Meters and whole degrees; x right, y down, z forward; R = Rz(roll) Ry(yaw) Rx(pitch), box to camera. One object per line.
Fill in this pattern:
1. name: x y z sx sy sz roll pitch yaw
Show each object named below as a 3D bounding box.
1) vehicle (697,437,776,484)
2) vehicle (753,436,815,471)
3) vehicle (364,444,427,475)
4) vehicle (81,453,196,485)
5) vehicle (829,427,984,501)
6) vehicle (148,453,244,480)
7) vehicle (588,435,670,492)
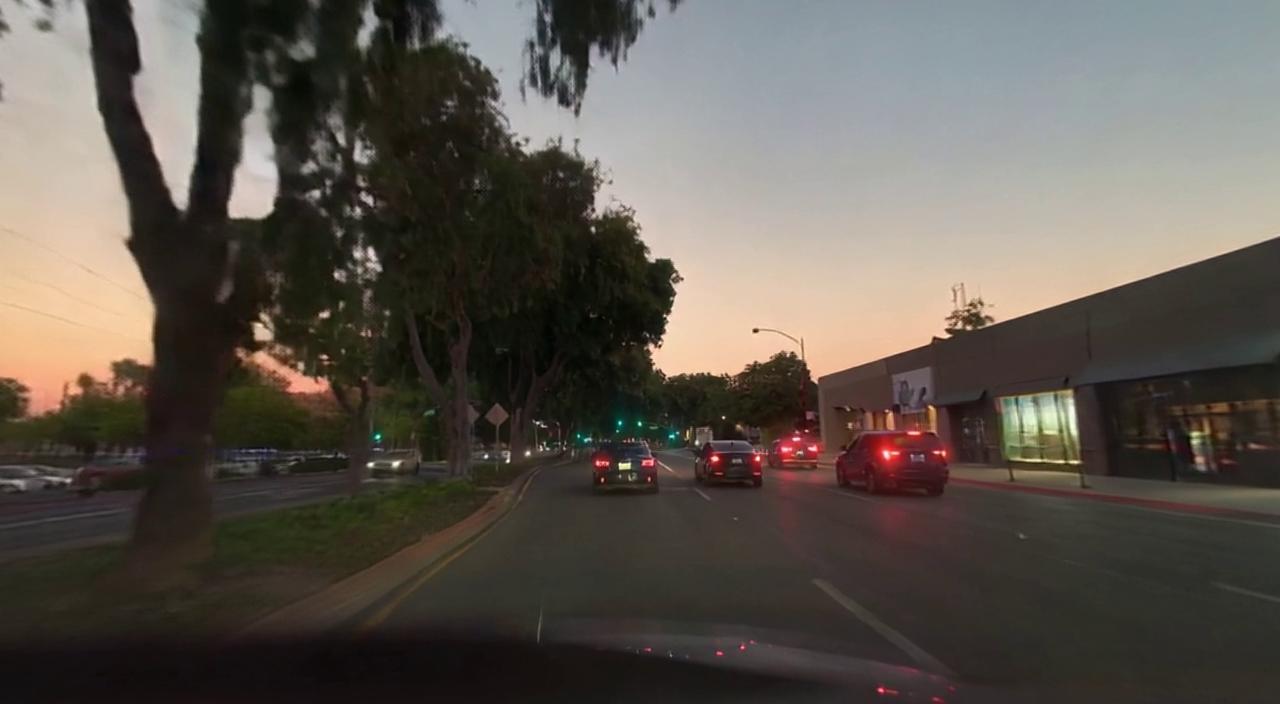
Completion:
1. vehicle: 3.312 3.819 22.537 1.993 1.477 4.240 0 -9 -2
2. vehicle: 7.261 5.170 32.333 2.025 1.666 4.448 0 -9 -2
3. vehicle: -13.097 5.766 34.084 1.934 1.491 3.684 -1 -8 0
4. vehicle: -27.820 6.491 35.134 4.640 1.640 2.026 0 -9 1
5. vehicle: 7.016 2.996 17.341 2.052 1.708 4.842 0 -9 -1
6. vehicle: -28.413 7.342 40.534 4.576 1.606 2.063 0 -9 1
7. vehicle: -0.380 3.189 18.444 2.101 1.444 4.248 0 -9 -2
